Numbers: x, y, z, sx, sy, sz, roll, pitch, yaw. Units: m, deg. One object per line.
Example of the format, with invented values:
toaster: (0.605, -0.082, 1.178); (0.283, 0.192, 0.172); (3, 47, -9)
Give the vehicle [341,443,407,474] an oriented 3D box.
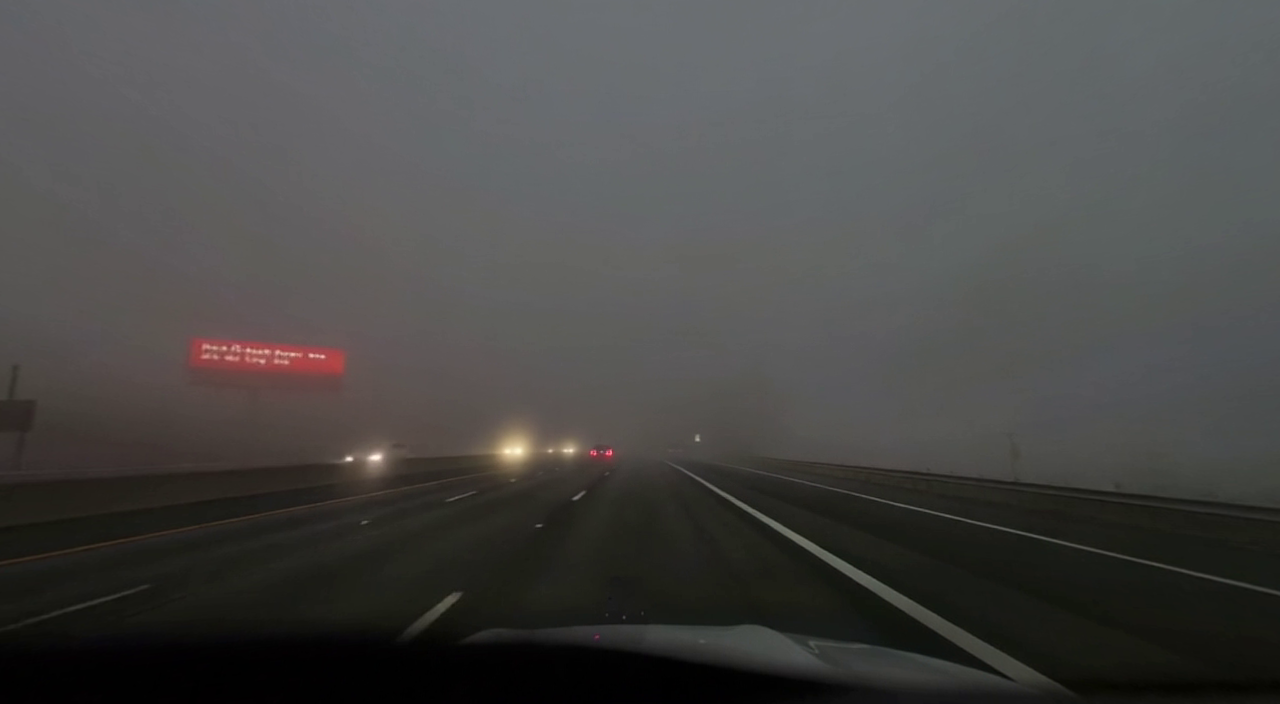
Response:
vehicle: (-16.201, 6.475, 38.754); (1.977, 1.763, 4.611); (0, -8, 1)
